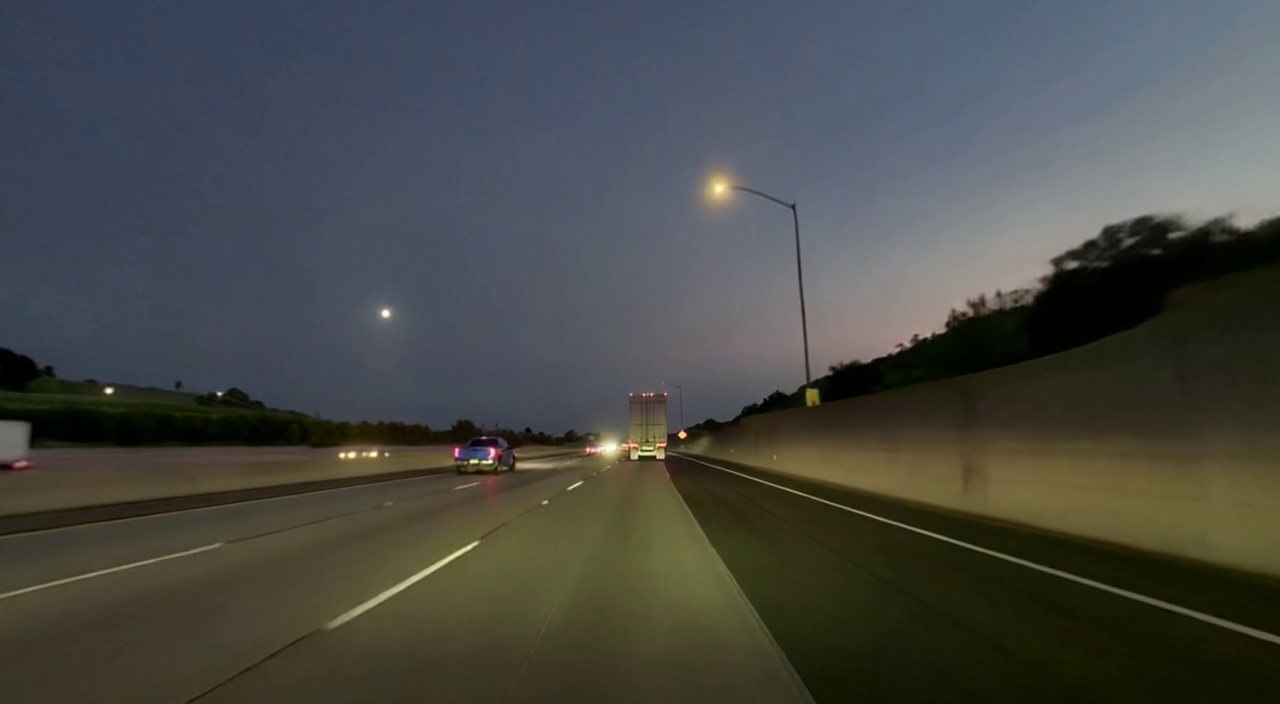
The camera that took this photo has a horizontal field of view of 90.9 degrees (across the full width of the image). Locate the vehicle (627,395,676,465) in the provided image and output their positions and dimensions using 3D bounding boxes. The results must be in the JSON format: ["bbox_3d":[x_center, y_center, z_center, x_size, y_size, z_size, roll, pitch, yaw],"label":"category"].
[{"bbox_3d":[0.841,5.865,46.176,2.951,4.229,15.519,0,-8,1],"label":"vehicle"}]

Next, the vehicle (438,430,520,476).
[{"bbox_3d":[-7.048,4.477,28.308,2.113,1.837,5.339,0,-8,1],"label":"vehicle"}]
